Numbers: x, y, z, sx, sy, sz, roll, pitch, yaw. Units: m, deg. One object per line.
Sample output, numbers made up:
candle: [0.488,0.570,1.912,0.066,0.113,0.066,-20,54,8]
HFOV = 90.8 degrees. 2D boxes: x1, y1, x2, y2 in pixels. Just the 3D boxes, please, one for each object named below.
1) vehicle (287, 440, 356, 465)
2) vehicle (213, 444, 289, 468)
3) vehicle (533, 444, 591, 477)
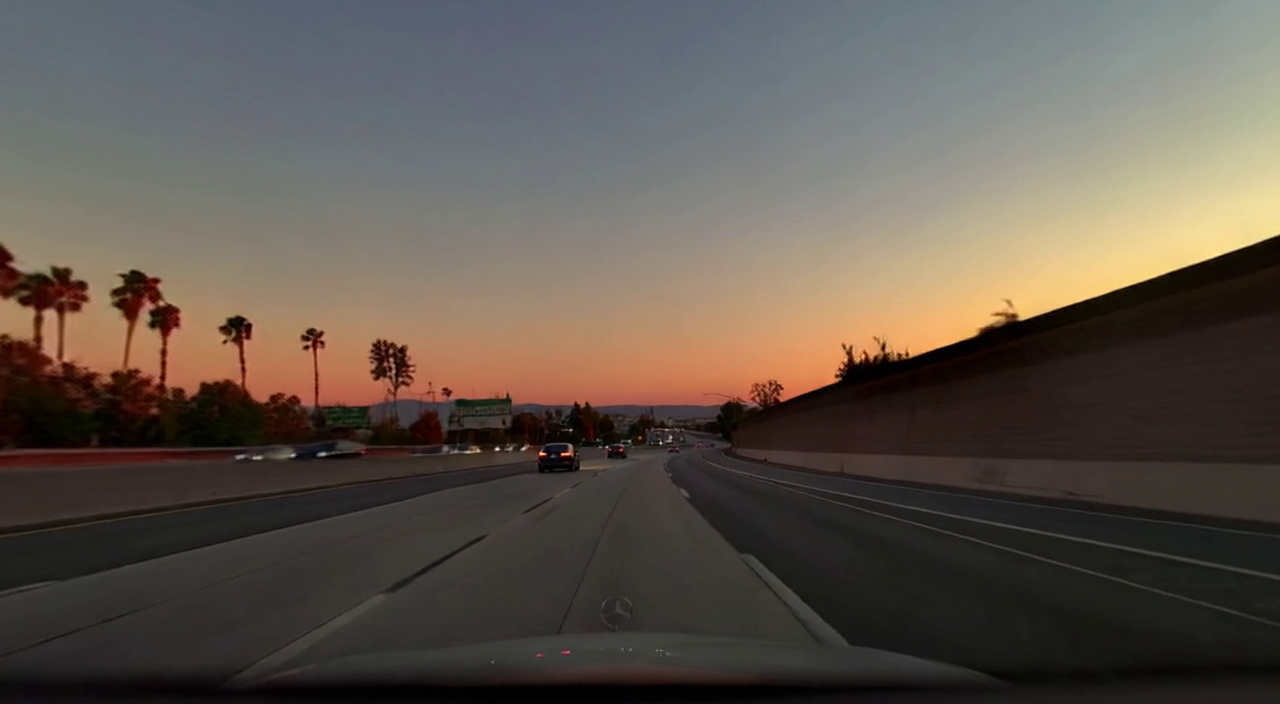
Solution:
vehicle: [-21.417,6.803,42.713,2.147,1.576,4.500,-1,-9,3]
vehicle: [-25.503,6.810,41.640,2.077,1.454,4.492,0,-9,2]
vehicle: [-3.719,5.261,30.971,2.078,1.457,4.648,0,-8,3]
